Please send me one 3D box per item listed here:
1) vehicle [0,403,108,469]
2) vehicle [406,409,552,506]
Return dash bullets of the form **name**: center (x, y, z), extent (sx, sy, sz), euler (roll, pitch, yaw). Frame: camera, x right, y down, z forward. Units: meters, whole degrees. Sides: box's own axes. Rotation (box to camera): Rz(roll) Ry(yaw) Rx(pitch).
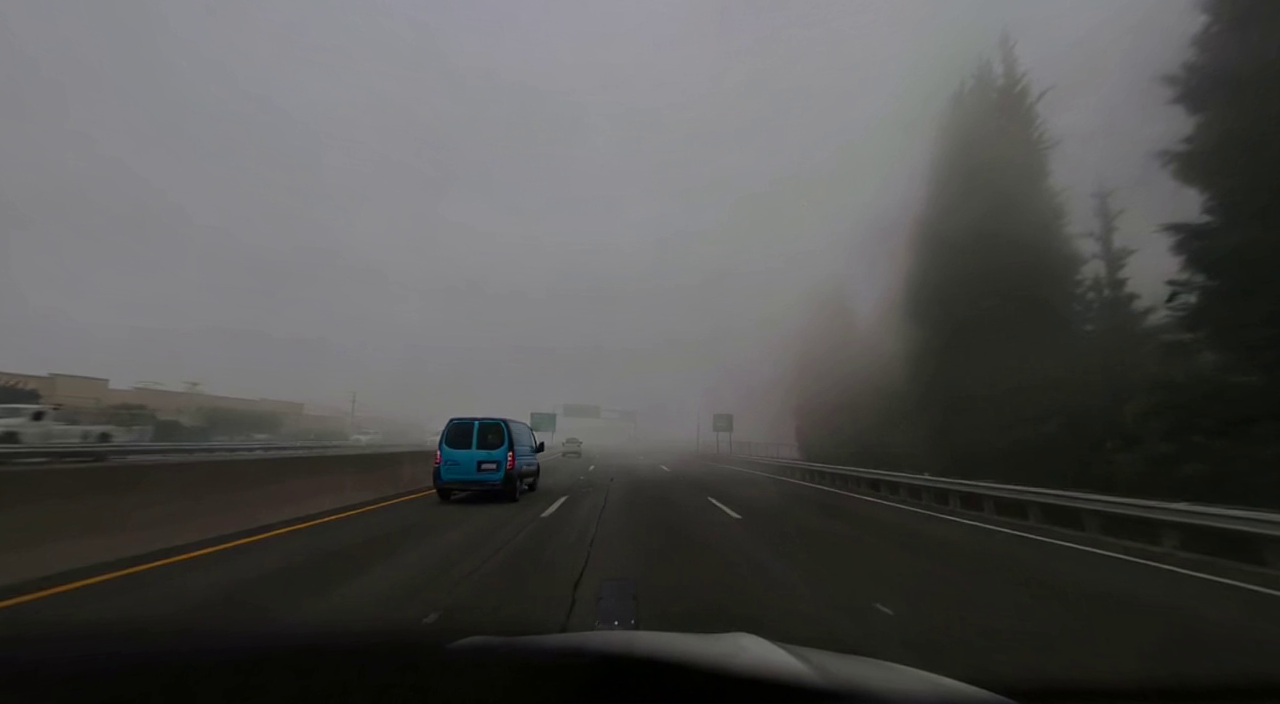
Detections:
- **vehicle**: center (-15.355, 2.046, 15.209), extent (1.685, 1.464, 3.855), euler (0, -8, -2)
- **vehicle**: center (-3.534, 2.433, 14.920), extent (2.260, 1.901, 4.665), euler (0, -8, 0)
